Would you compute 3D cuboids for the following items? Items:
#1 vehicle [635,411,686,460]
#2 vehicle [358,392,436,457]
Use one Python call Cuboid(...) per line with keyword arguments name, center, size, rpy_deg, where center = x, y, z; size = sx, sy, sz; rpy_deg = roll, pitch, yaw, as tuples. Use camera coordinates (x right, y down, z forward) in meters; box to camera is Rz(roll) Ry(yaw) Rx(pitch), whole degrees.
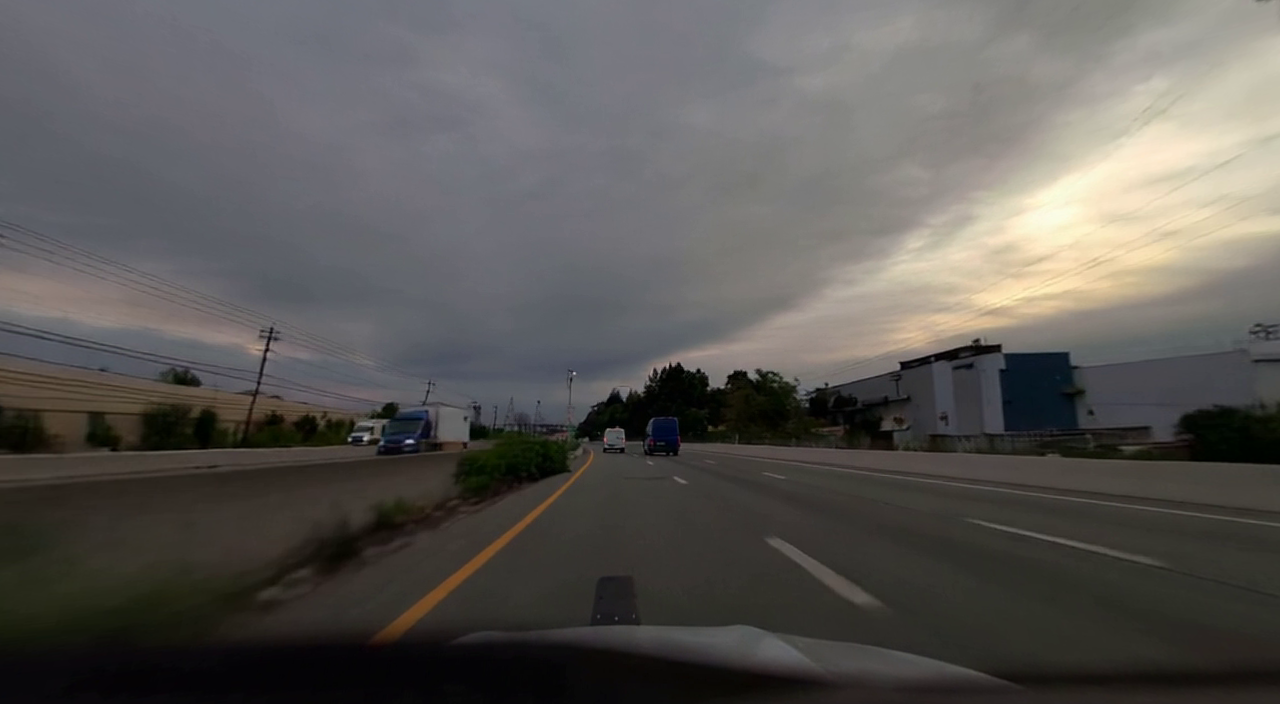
Cuboid(name="vehicle", center=(1.317, 5.825, 43.752), size=(2.713, 3.140, 6.640), rpy_deg=(0, -8, -5))
Cuboid(name="vehicle", center=(-16.119, 4.932, 42.305), size=(2.980, 4.019, 6.068), rpy_deg=(-1, -8, -3))
